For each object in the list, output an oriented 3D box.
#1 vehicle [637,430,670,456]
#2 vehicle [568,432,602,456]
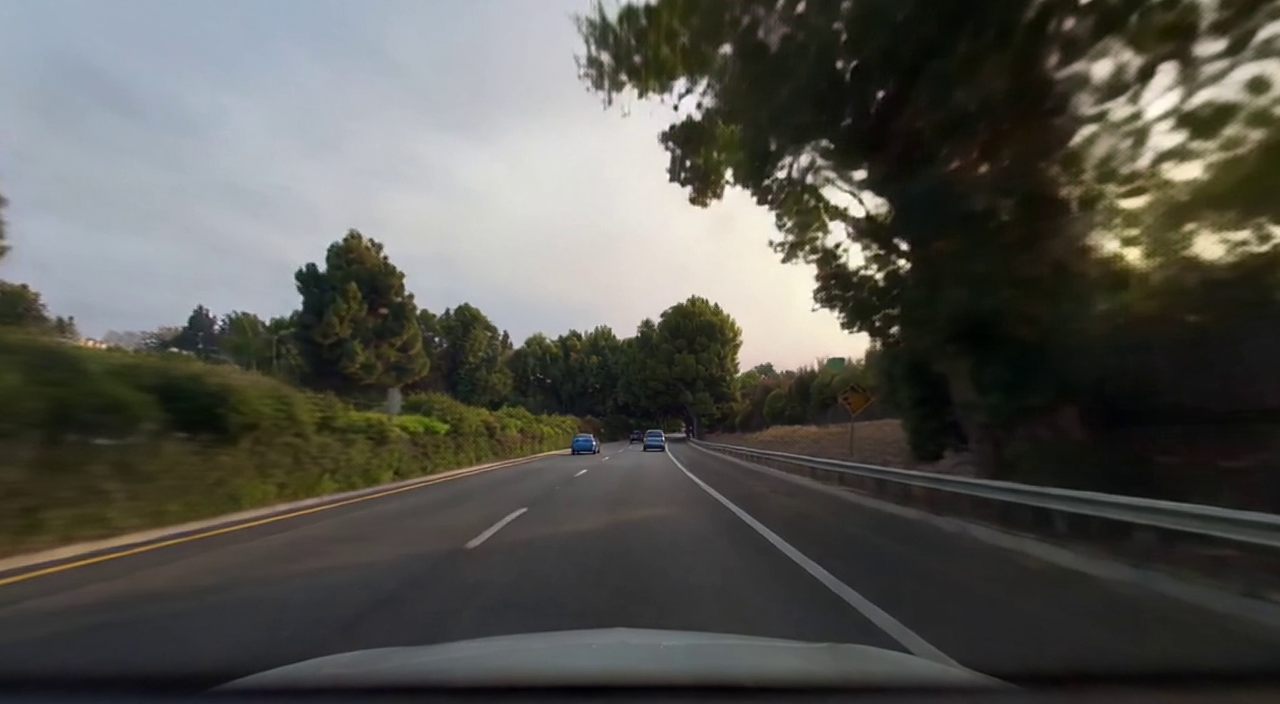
[{"bbox_3d":[0.840,5.842,40.635,2.041,1.618,3.898,0,-8,0],"label":"vehicle"},{"bbox_3d":[-3.671,6.181,42.456,1.950,1.518,3.941,0,-8,0],"label":"vehicle"}]
